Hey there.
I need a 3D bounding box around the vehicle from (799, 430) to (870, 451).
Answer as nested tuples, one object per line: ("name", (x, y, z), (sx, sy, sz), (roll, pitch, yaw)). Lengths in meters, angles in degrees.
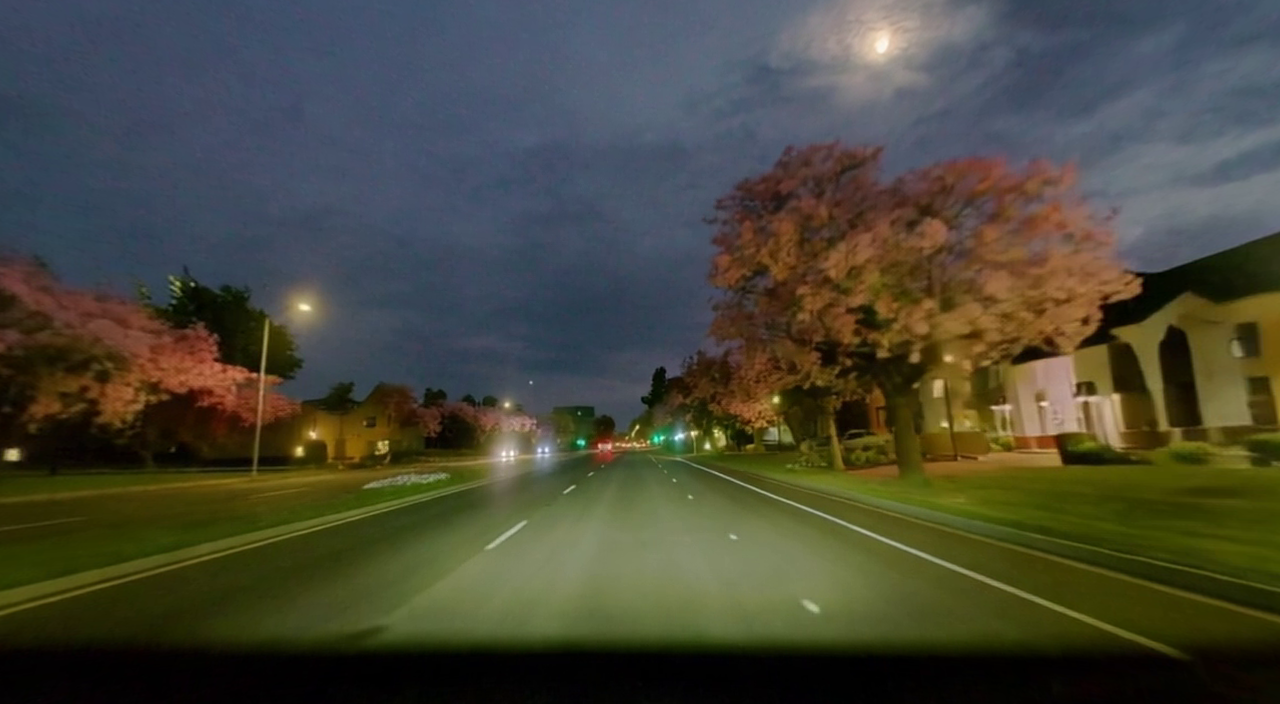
("vehicle", (15.204, 6.954, 49.537), (4.877, 1.592, 1.913), (0, -8, 2))
